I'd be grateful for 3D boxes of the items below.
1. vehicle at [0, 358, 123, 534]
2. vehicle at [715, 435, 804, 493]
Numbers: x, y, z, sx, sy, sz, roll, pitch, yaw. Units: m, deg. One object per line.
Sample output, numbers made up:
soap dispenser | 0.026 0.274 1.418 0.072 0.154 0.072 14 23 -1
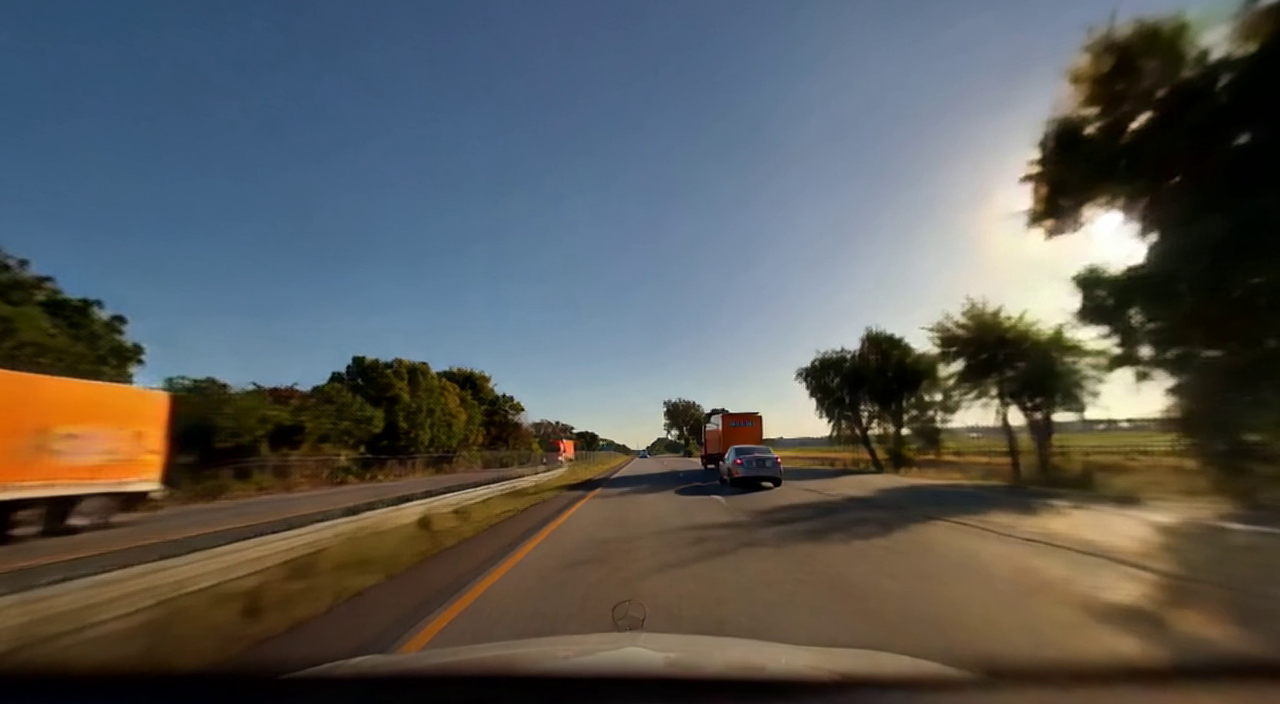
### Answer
vehicle | -15.520 1.446 9.848 2.934 3.806 14.208 0 -9 0
vehicle | 3.904 3.762 21.394 2.093 1.742 4.167 0 -9 -1
